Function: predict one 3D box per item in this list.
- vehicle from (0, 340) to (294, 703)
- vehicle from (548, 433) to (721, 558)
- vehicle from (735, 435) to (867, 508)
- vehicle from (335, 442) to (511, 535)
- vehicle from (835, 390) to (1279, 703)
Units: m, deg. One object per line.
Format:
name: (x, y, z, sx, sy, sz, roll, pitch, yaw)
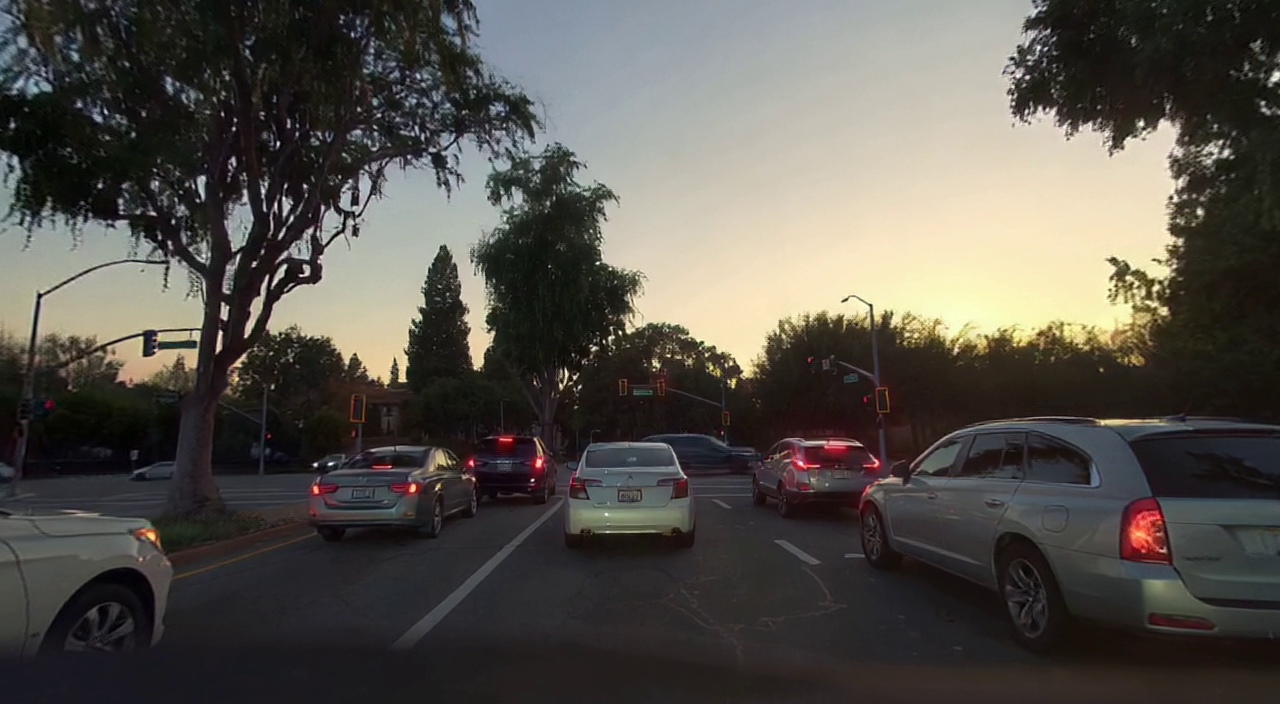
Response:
vehicle: (-3.667, 0.834, 2.538, 2.047, 1.764, 4.369, 0, -8, 0)
vehicle: (-0.080, 2.007, 9.593, 2.061, 1.470, 3.970, 0, -8, 0)
vehicle: (3.645, 2.783, 15.236, 1.922, 1.472, 4.440, 0, -8, -1)
vehicle: (-3.926, 2.505, 12.329, 1.919, 1.459, 4.371, 0, -8, -1)
vehicle: (3.380, 1.303, 5.415, 1.933, 1.564, 4.600, 0, -8, 0)
